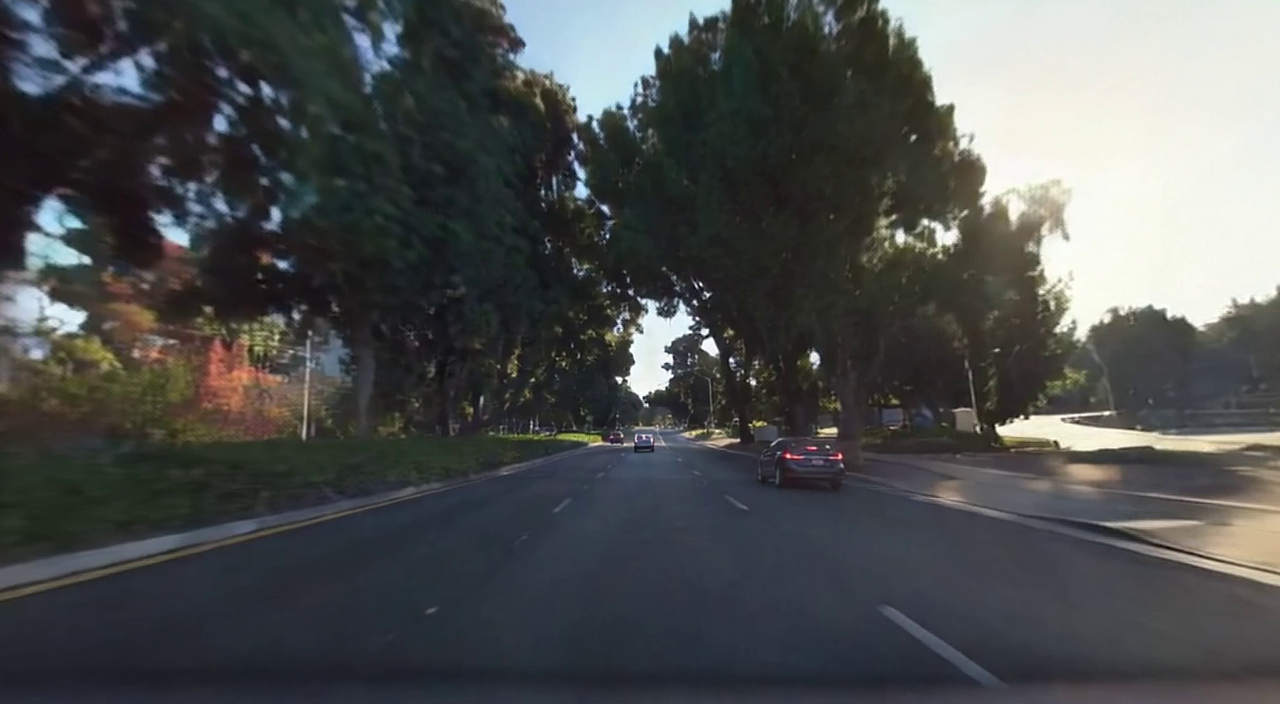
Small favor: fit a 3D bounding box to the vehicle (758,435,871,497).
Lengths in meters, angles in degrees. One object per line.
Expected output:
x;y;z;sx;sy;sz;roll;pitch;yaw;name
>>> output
4.746;3.151;17.796;1.913;1.516;4.322;0;-9;-1;vehicle
